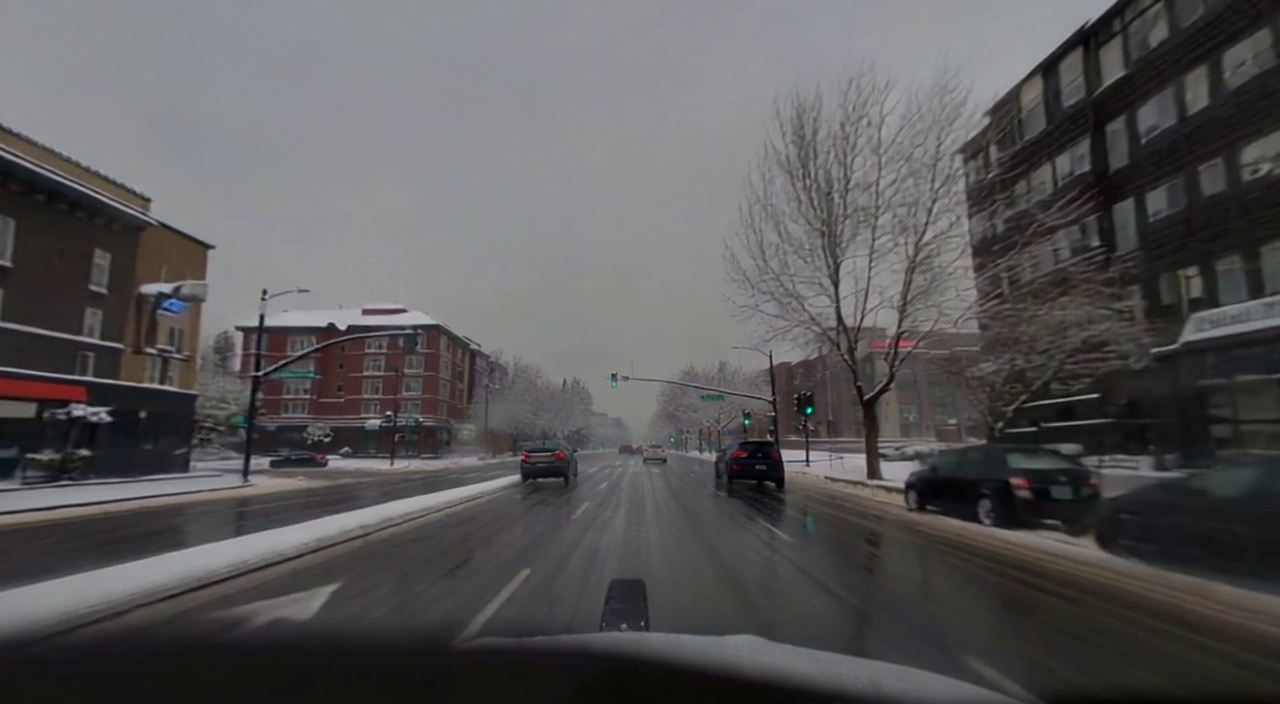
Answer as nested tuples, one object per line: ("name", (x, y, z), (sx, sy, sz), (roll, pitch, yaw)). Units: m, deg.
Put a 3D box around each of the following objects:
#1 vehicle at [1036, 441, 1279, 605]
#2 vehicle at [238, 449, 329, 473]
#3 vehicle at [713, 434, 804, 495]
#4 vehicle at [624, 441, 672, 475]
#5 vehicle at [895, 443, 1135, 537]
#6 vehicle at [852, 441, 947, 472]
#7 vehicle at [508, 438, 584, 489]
("vehicle", (6.772, 1.690, 6.641), (1.920, 1.473, 4.898), (0, -8, -2))
("vehicle", (-23.580, 7.202, 41.784), (4.890, 1.514, 1.908), (0, -8, 0))
("vehicle", (3.429, 3.347, 19.062), (1.987, 1.637, 3.896), (0, -8, 0))
("vehicle", (0.357, 5.005, 29.975), (2.103, 1.468, 4.094), (0, -8, 0))
("vehicle", (6.936, 2.543, 12.339), (2.022, 1.491, 4.194), (0, -8, -1))
("vehicle", (15.877, 6.401, 38.745), (4.921, 1.841, 1.957), (0, -8, 0))
("vehicle", (-3.007, 3.661, 20.987), (1.860, 1.510, 4.073), (0, -8, 1))
